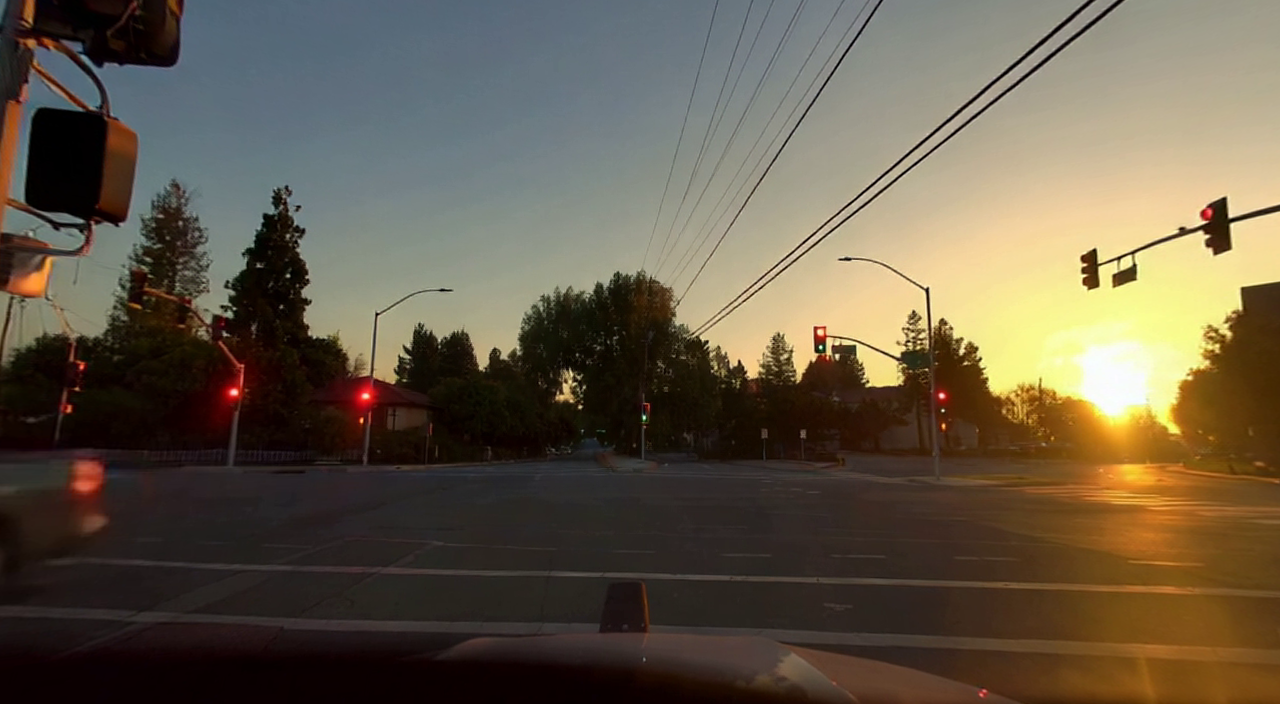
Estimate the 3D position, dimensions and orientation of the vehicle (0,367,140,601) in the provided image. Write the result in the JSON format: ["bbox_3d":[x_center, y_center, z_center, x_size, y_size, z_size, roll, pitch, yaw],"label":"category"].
[{"bbox_3d":[-6.091,0.810,3.437,2.234,1.796,5.416,0,-8,0],"label":"vehicle"}]
